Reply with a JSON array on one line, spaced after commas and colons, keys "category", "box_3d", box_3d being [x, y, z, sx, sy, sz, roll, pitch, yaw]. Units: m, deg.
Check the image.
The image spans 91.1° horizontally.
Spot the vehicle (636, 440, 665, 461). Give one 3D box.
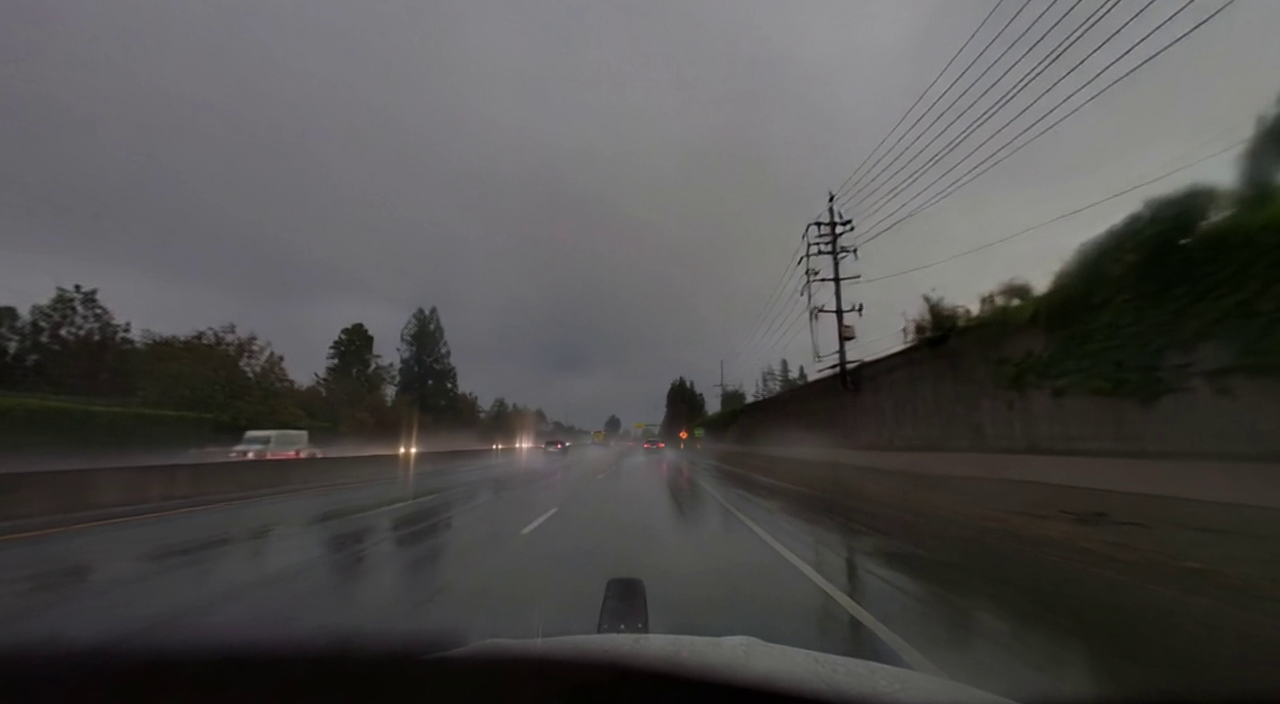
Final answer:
[{"category": "vehicle", "box_3d": [0.794, 7.326, 46.702, 2.057, 1.453, 3.926, 0, -8, 1]}]

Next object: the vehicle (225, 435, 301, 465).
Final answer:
[{"category": "vehicle", "box_3d": [-29.154, 7.590, 48.815, 2.253, 2.185, 5.831, 0, -8, 1]}]

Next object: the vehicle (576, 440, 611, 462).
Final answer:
[{"category": "vehicle", "box_3d": [-3.224, 6.990, 44.320, 2.046, 1.478, 4.111, 0, -8, 1]}]
